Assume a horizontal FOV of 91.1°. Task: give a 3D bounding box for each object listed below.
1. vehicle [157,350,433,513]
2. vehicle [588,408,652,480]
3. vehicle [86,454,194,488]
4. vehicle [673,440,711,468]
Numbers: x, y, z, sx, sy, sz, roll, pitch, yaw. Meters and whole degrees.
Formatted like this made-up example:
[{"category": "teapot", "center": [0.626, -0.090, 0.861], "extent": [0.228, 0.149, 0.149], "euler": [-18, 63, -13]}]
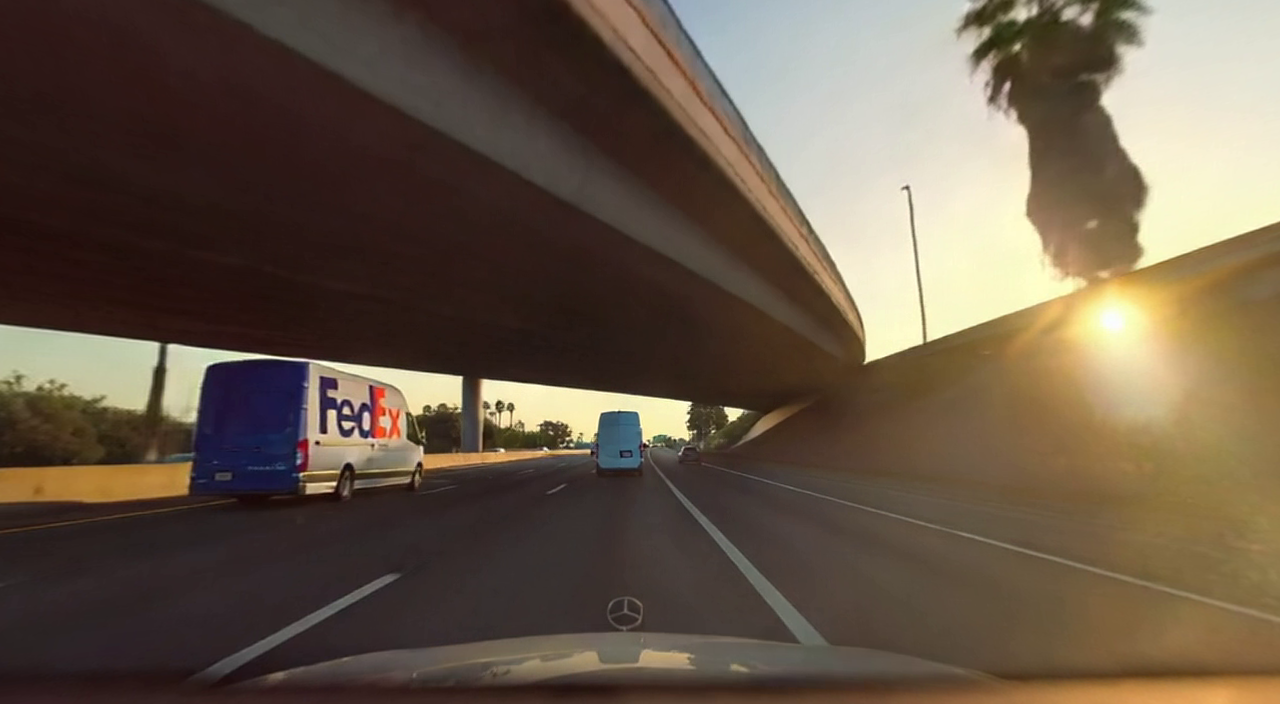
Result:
[{"category": "vehicle", "center": [-7.948, 2.119, 15.991], "extent": [2.965, 3.178, 7.188], "euler": [0, -9, -1]}, {"category": "vehicle", "center": [-0.743, 4.013, 27.300], "extent": [2.476, 2.776, 5.598], "euler": [0, -9, 1]}, {"category": "vehicle", "center": [-25.122, 5.948, 31.763], "extent": [1.810, 1.532, 4.375], "euler": [0, -9, 0]}, {"category": "vehicle", "center": [3.226, 6.418, 39.668], "extent": [1.987, 1.648, 3.984], "euler": [0, -9, -1]}]
